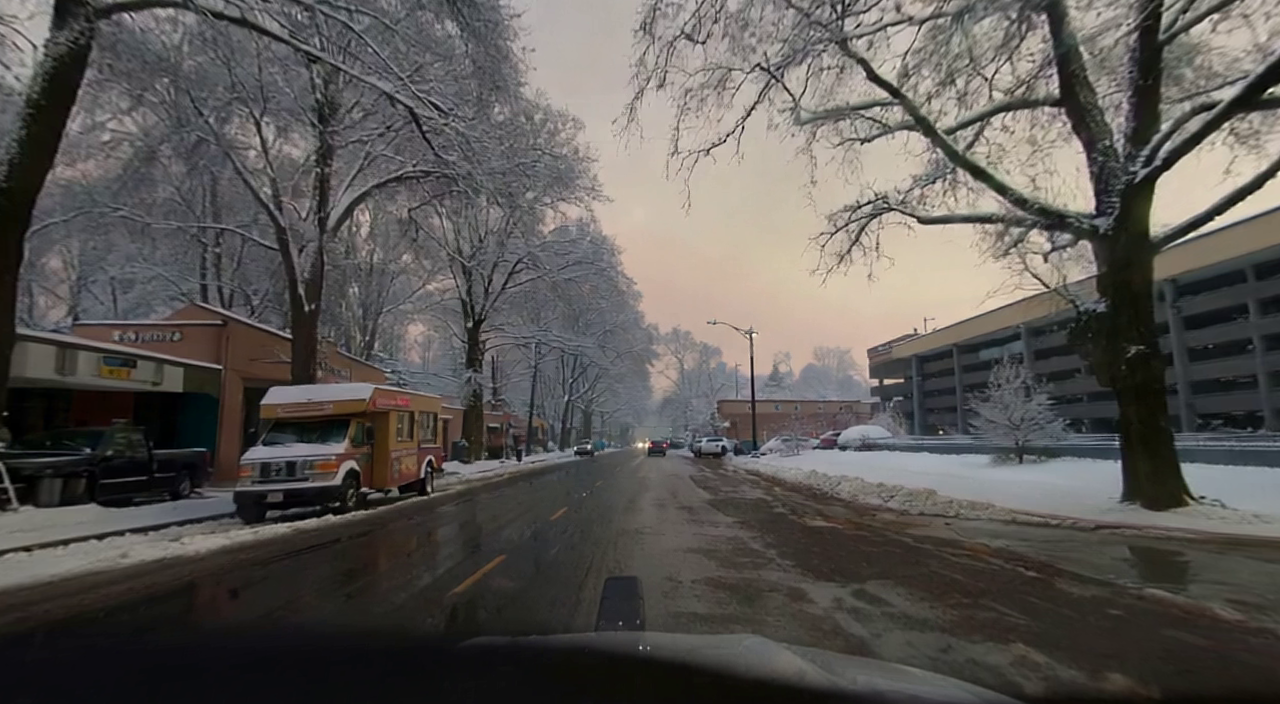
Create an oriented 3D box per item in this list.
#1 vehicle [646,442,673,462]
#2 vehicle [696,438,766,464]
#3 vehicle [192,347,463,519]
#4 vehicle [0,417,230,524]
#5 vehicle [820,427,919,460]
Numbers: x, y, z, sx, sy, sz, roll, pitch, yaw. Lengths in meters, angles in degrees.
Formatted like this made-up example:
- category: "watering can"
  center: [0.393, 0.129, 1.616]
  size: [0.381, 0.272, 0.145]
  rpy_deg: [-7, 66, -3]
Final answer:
- category: "vehicle"
  center: [1.473, 7.714, 48.980]
  size: [2.046, 1.445, 4.001]
  rpy_deg: [0, -8, 0]
- category: "vehicle"
  center: [6.434, 6.959, 44.396]
  size: [4.626, 1.723, 1.939]
  rpy_deg: [5, -10, -31]
- category: "vehicle"
  center: [-6.875, 2.036, 15.492]
  size: [2.968, 3.222, 7.036]
  rpy_deg: [-1, -9, 0]
- category: "vehicle"
  center: [-10.972, 2.292, 12.806]
  size: [1.944, 1.742, 4.657]
  rpy_deg: [-1, -8, 4]
- category: "vehicle"
  center: [14.875, 5.967, 41.202]
  size: [5.540, 2.045, 2.259]
  rpy_deg: [0, -8, 0]
